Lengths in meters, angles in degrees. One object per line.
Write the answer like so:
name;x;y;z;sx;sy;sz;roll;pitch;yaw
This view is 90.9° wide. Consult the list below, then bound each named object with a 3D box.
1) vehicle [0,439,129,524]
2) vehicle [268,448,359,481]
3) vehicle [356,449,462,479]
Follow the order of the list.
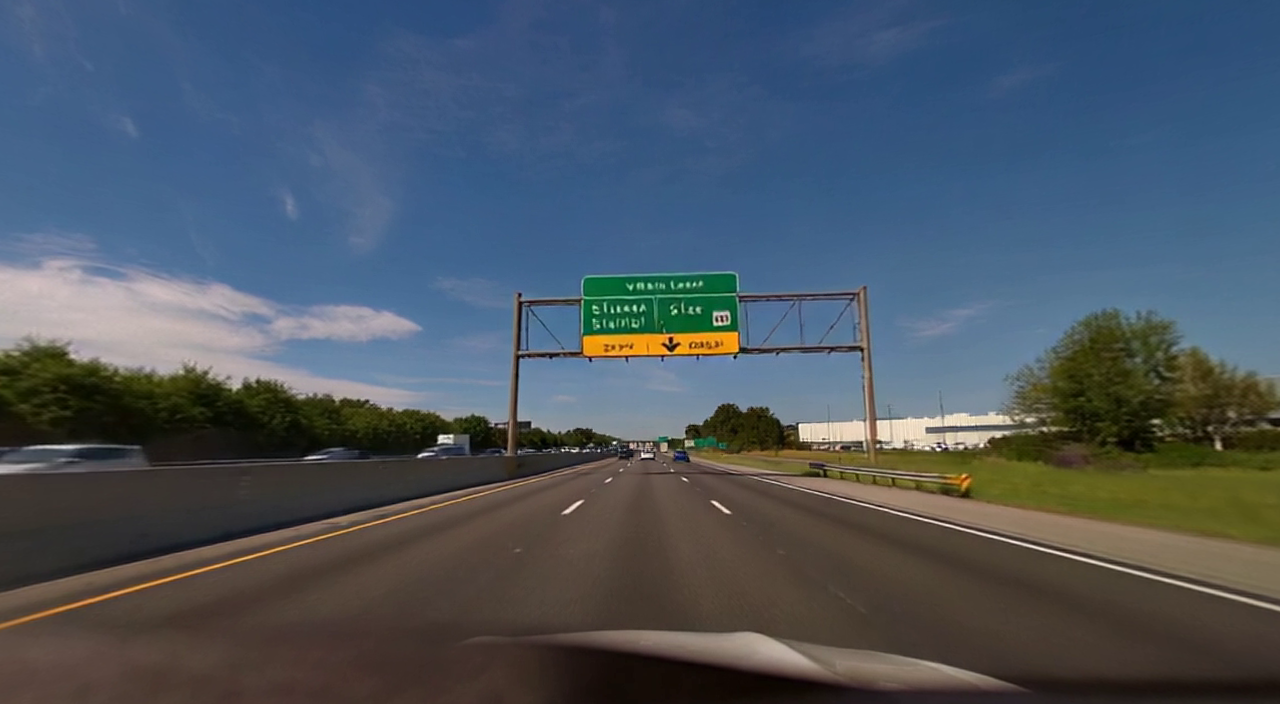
vehicle;-11.932;2.319;11.412;1.801;1.449;4.143;0;-9;1
vehicle;-15.975;5.504;31.180;1.852;1.497;4.879;0;-9;0
vehicle;-11.774;5.744;32.448;4.746;1.457;1.988;1;-9;-7
